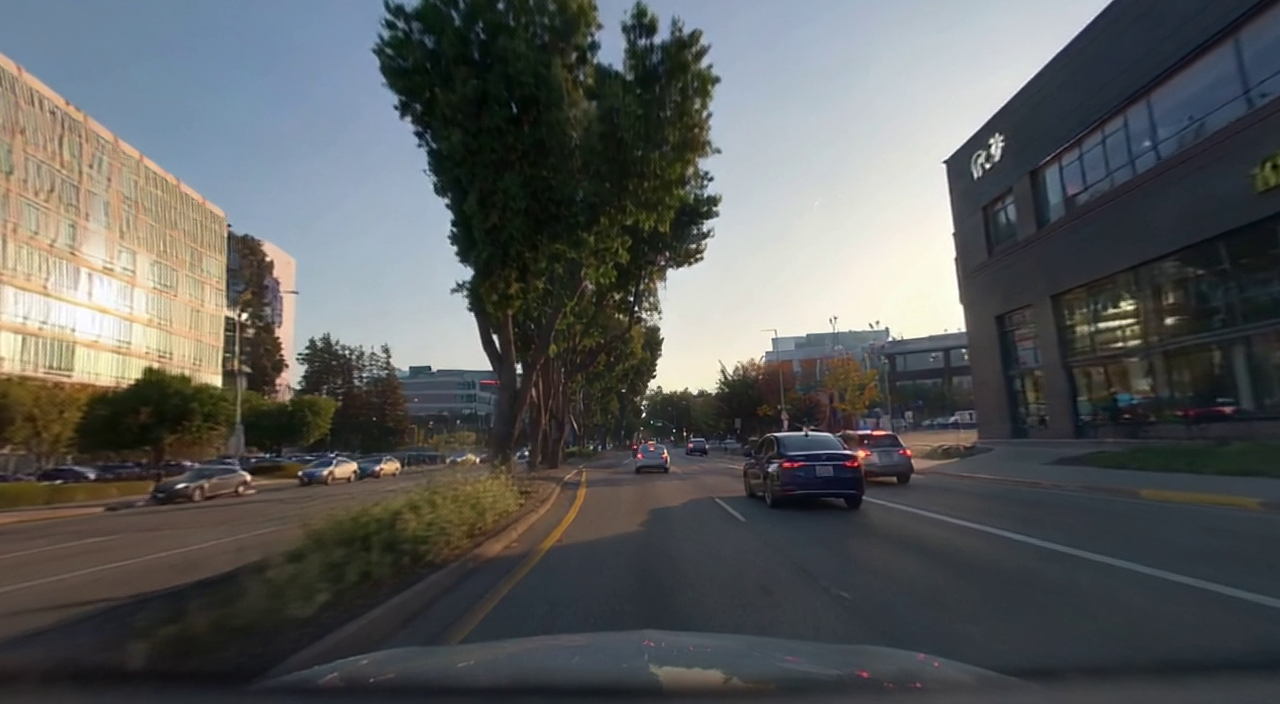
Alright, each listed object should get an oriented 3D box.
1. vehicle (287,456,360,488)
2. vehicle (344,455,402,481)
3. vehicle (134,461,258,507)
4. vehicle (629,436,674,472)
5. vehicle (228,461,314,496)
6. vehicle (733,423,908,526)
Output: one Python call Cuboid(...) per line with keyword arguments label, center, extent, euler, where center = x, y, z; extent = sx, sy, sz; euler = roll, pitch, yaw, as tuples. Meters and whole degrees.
Cuboid(label="vehicle", center=(-18.637, 7.067, 37.319), extent=(2.049, 1.678, 4.376), euler=(0, -8, 0))
Cuboid(label="vehicle", center=(-18.465, 8.018, 43.797), extent=(1.956, 1.647, 4.643), euler=(0, -8, 1))
Cuboid(label="vehicle", center=(-18.565, 5.515, 26.664), extent=(1.853, 1.614, 4.514), euler=(-1, -8, 2))
Cuboid(label="vehicle", center=(0.504, 5.096, 31.608), extent=(2.125, 1.669, 3.880), euler=(0, -8, -1))
Cuboid(label="vehicle", center=(-18.547, 6.347, 31.938), extent=(1.786, 1.523, 4.309), euler=(0, -8, -1))
Cuboid(label="vehicle", center=(3.167, 2.262, 12.249), extent=(1.931, 1.591, 4.708), euler=(0, -8, -1))
